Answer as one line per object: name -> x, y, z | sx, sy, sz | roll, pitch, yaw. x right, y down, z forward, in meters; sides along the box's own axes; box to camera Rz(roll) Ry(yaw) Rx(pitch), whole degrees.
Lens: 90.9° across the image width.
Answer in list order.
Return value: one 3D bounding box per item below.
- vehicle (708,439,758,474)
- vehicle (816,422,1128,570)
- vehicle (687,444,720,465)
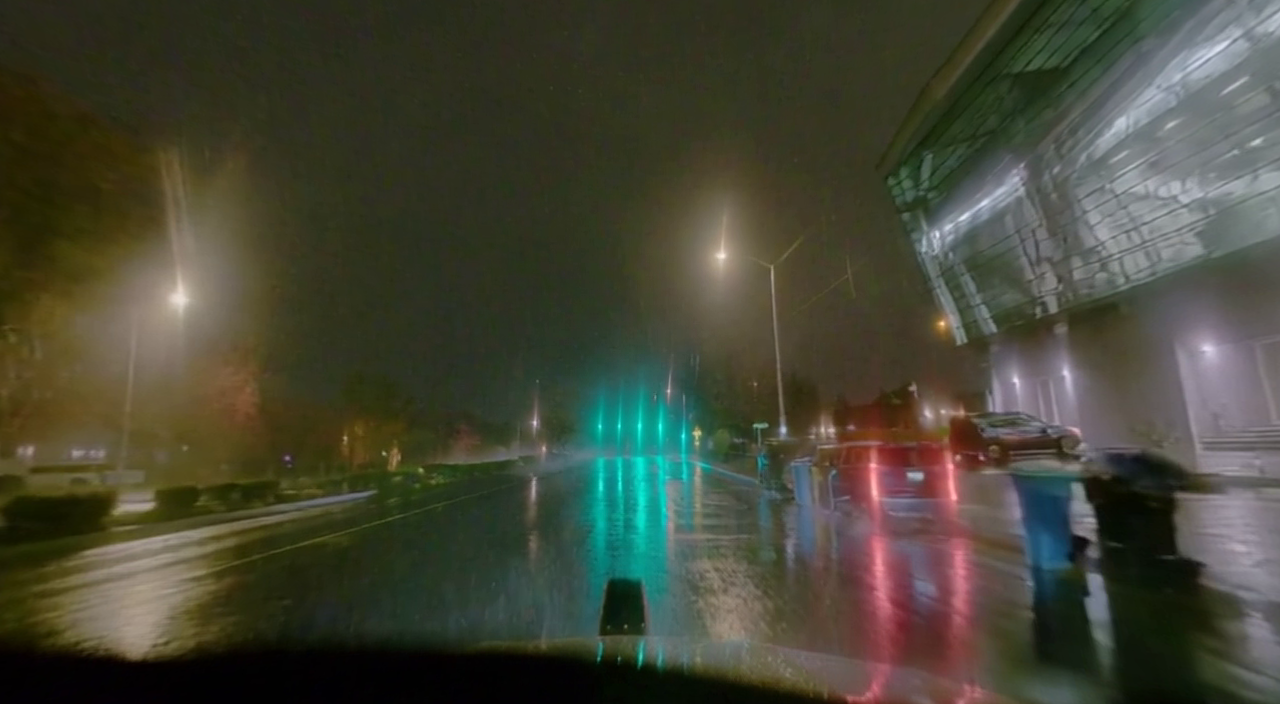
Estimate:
vehicle -> 4.682, 5.336, 32.420 | 1.906, 1.620, 4.837 | 0, -8, 0
vehicle -> 4.333, 1.944, 9.491 | 1.962, 1.590, 5.179 | 0, -8, 1
vehicle -> 4.572, 7.424, 45.832 | 1.910, 1.429, 4.441 | 0, -8, 0
